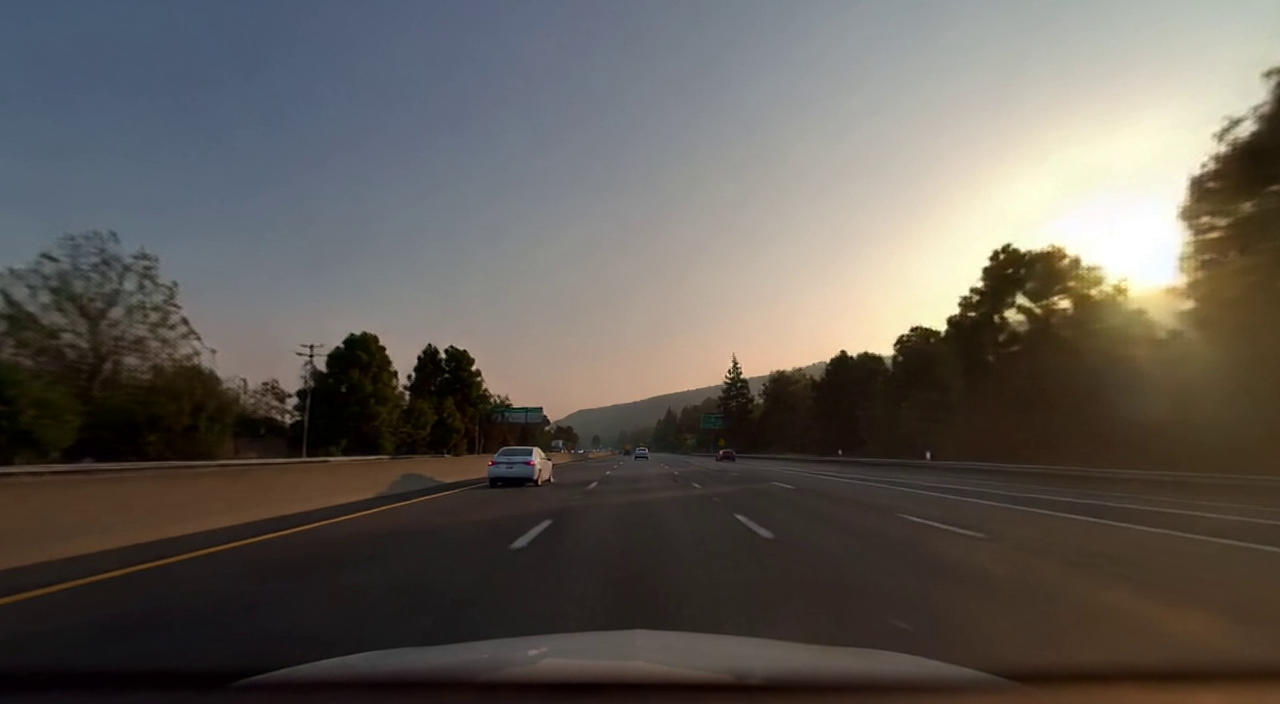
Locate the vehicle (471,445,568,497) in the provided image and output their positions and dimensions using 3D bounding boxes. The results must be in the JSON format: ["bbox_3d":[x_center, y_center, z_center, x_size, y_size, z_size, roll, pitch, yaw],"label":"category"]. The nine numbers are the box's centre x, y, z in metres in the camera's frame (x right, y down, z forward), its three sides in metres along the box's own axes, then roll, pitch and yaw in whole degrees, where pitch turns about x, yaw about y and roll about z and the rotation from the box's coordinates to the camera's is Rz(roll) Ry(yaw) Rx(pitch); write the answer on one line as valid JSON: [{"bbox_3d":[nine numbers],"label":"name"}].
[{"bbox_3d":[-3.775,3.817,20.650,2.162,1.493,4.583,0,-9,1],"label":"vehicle"}]
